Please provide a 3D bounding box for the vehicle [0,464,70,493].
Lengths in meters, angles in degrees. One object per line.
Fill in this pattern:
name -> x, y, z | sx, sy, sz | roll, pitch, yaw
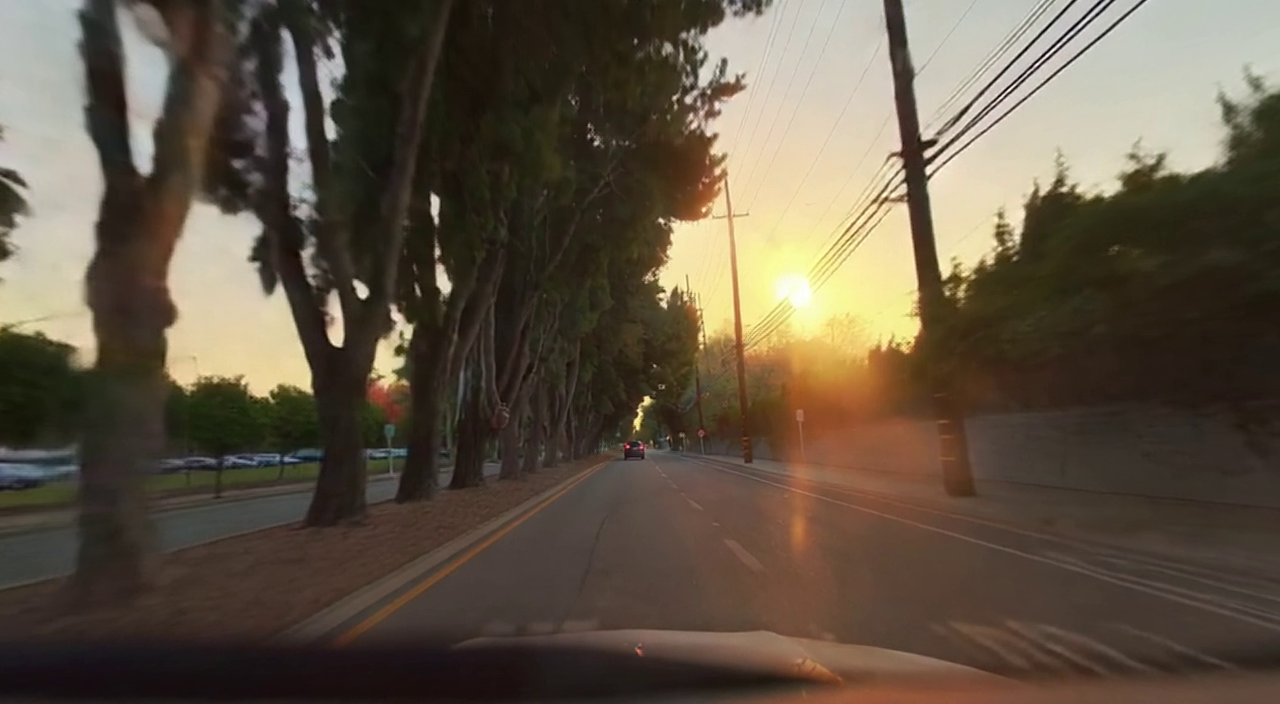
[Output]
vehicle -> -34.013, 6.820, 34.062 | 4.499, 1.448, 1.915 | 0, -9, -3
